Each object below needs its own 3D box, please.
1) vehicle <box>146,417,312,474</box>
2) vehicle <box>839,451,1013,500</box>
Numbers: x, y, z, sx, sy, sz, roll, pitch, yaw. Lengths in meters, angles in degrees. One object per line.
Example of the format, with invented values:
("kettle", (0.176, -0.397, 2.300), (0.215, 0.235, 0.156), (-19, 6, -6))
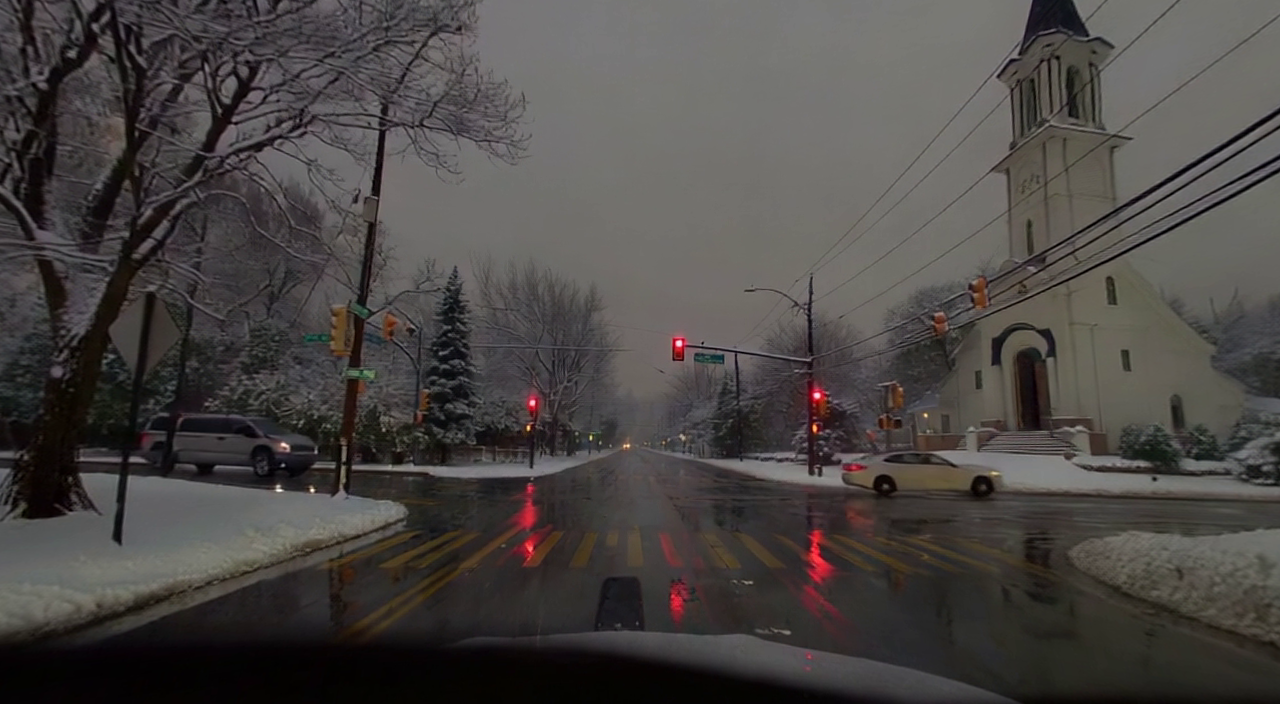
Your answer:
("vehicle", (-14.408, 3.303, 22.366), (4.372, 1.892, 2.002), (0, -9, -2))
("vehicle", (9.231, 4.011, 20.741), (4.718, 1.497, 2.032), (0, -9, 3))
